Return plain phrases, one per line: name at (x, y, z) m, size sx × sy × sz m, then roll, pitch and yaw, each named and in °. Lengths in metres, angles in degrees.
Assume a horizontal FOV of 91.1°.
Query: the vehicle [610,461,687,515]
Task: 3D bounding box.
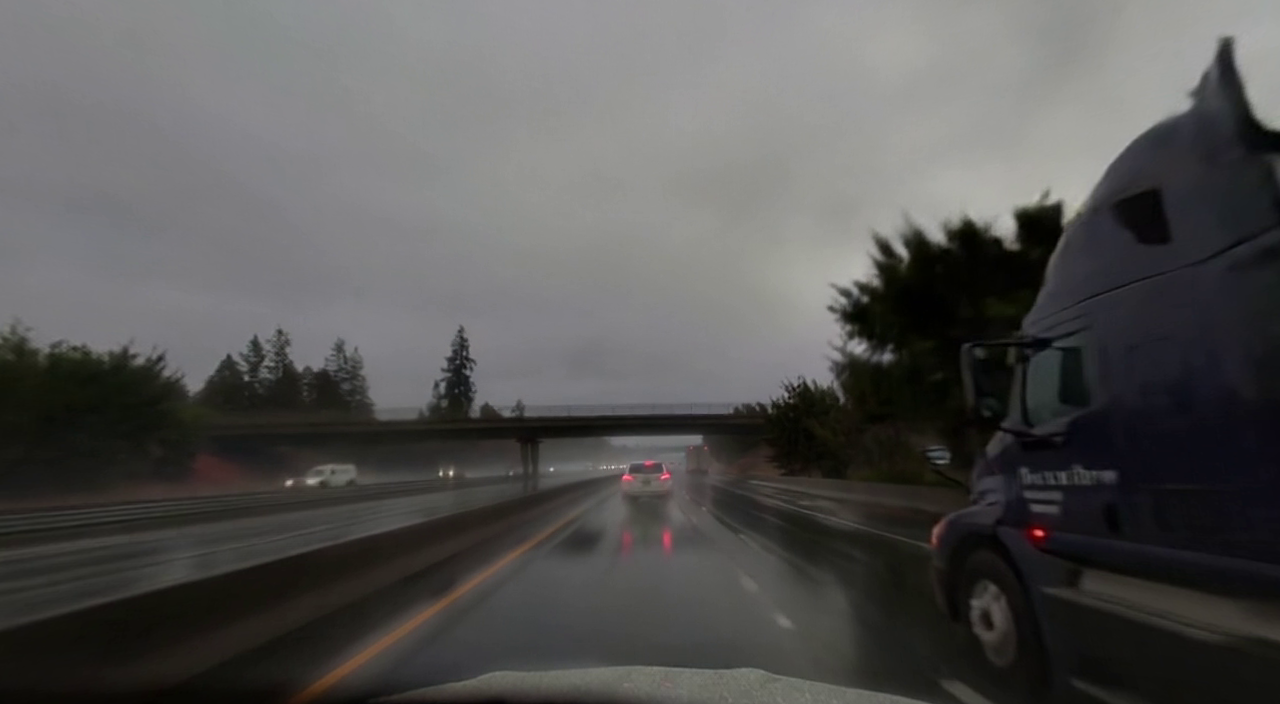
vehicle at (0.243, 4.152, 19.421) m, size 2.156 × 1.444 × 3.762 m, roll 1°, pitch -10°, yaw 0°
